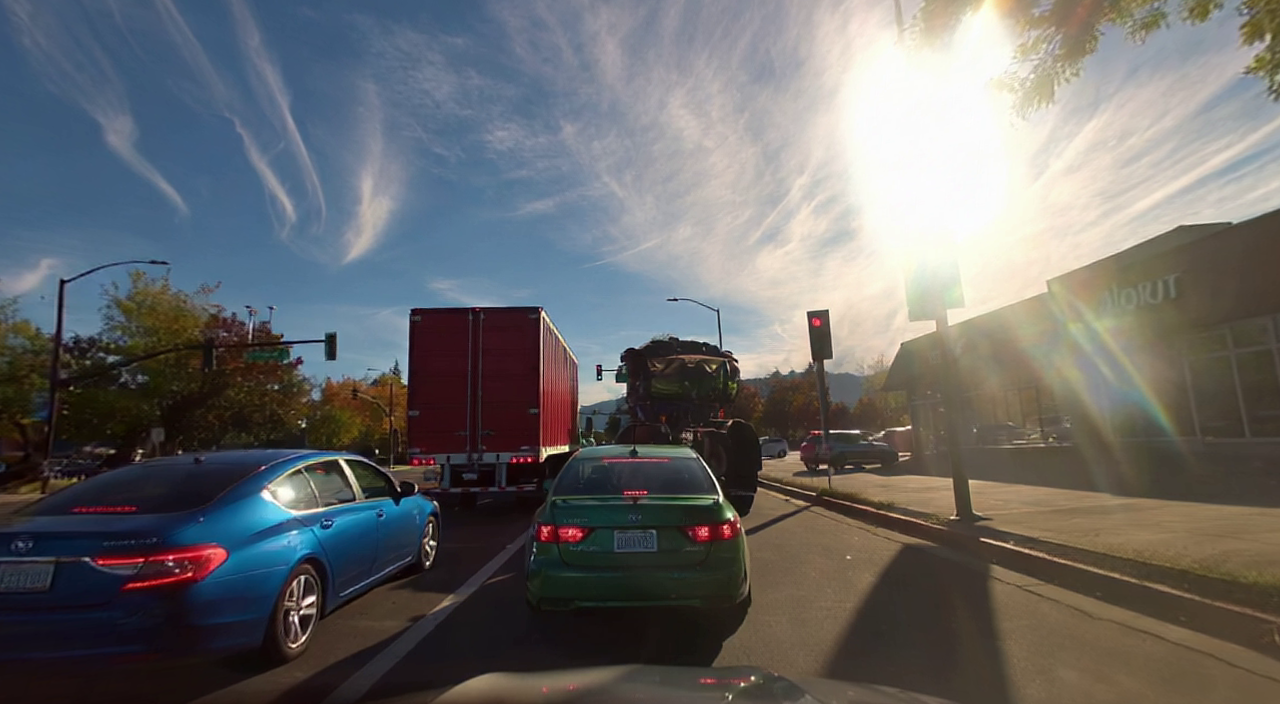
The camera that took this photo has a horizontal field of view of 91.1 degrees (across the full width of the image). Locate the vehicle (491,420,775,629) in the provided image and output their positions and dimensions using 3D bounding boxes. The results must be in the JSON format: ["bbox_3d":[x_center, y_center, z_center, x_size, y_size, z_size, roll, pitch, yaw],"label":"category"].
[{"bbox_3d":[-0.102,1.567,6.709,2.067,1.506,4.118,0,-8,-2],"label":"vehicle"}]

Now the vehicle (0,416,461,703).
[{"bbox_3d":[-3.096,1.365,5.155,1.969,1.471,4.378,0,-8,0],"label":"vehicle"}]

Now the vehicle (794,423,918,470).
[{"bbox_3d":[9.519,4.193,27.840,4.681,1.713,1.969,-1,-10,-12],"label":"vehicle"}]

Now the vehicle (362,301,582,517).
[{"bbox_3d":[-3.252,1.489,14.619,3.020,3.800,7.105,0,-8,1],"label":"vehicle"}]
